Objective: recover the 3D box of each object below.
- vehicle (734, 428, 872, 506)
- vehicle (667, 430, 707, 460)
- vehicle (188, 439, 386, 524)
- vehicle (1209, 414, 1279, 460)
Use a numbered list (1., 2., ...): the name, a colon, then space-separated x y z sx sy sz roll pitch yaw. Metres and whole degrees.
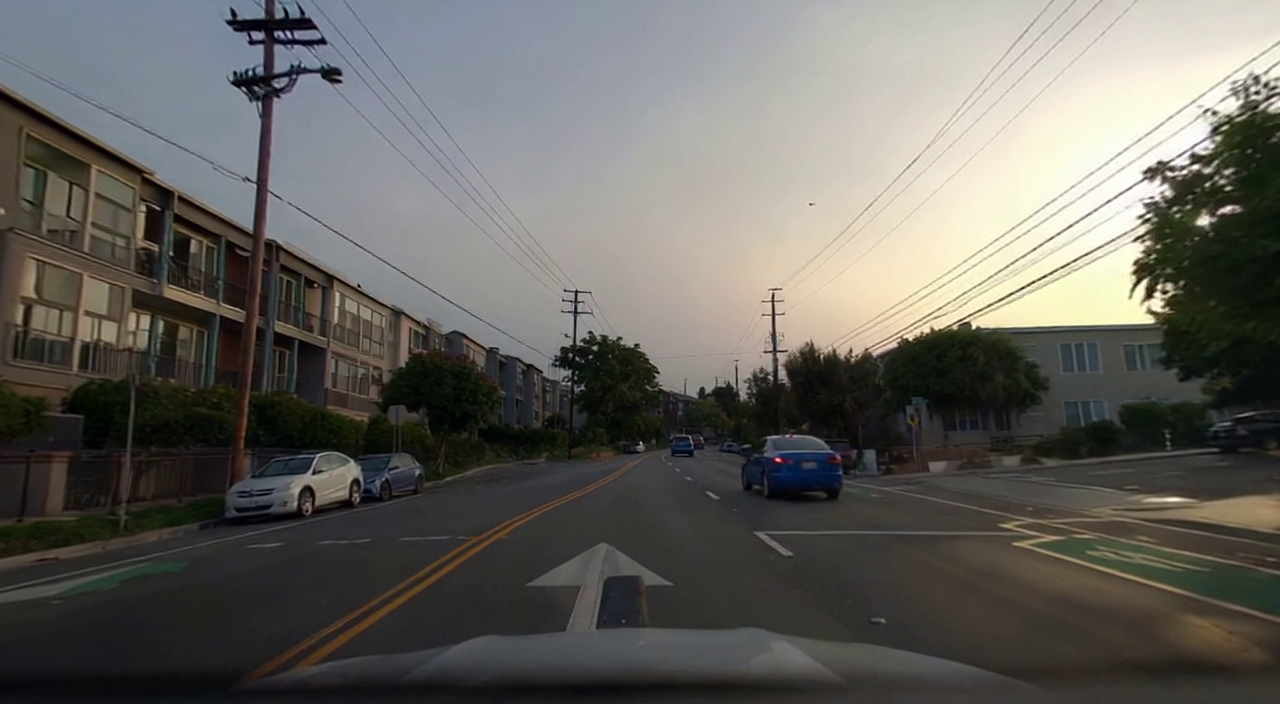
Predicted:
1. vehicle: 3.640 2.661 14.952 2.028 1.552 4.370 0 -8 -1
2. vehicle: 2.931 5.972 40.230 2.046 1.784 4.687 0 -8 -2
3. vehicle: -8.638 3.167 16.042 2.381 1.825 4.652 0 -8 -1
4. vehicle: 25.322 3.380 24.924 1.944 1.723 4.441 -2 -9 13
